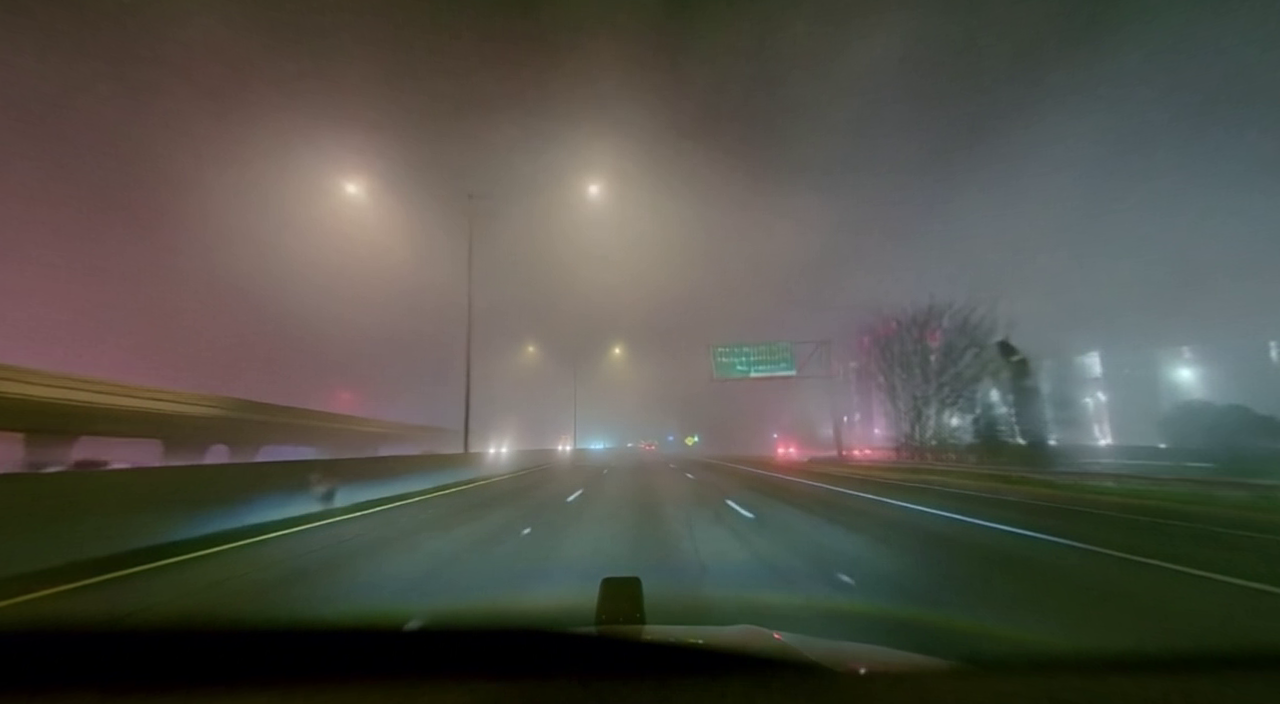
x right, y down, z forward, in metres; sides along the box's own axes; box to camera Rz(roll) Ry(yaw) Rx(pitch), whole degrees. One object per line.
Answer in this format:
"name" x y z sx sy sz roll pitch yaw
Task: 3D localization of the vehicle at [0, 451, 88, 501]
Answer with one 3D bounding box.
"vehicle" -21.215 4.101 21.012 1.986 1.520 4.053 0 -9 -1
